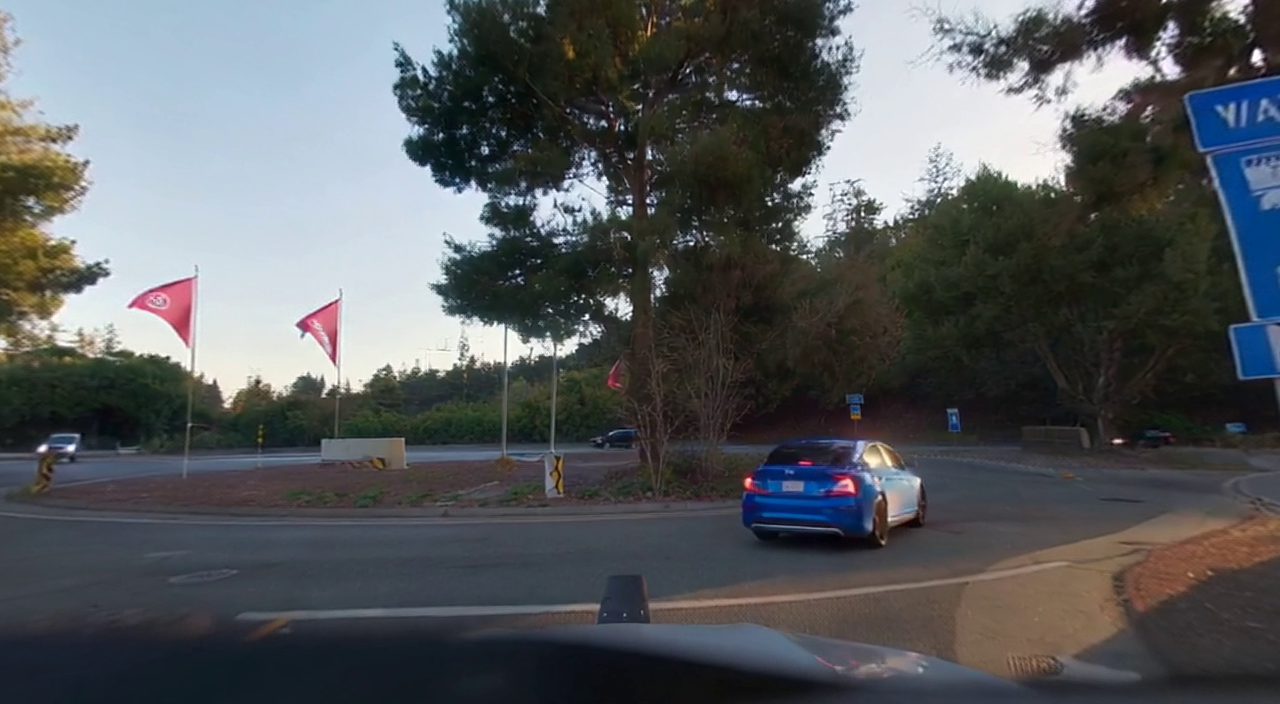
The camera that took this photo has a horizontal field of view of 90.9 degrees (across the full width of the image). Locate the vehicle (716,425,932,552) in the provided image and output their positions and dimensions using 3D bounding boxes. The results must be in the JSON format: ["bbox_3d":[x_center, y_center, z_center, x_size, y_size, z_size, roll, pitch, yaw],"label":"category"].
[{"bbox_3d":[3.158,2.090,10.296,2.078,1.607,4.010,-7,-11,36],"label":"vehicle"}]

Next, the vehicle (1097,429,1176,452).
[{"bbox_3d":[36.612,6.549,46.554,4.045,1.569,1.781,-2,-9,9],"label":"vehicle"}]
